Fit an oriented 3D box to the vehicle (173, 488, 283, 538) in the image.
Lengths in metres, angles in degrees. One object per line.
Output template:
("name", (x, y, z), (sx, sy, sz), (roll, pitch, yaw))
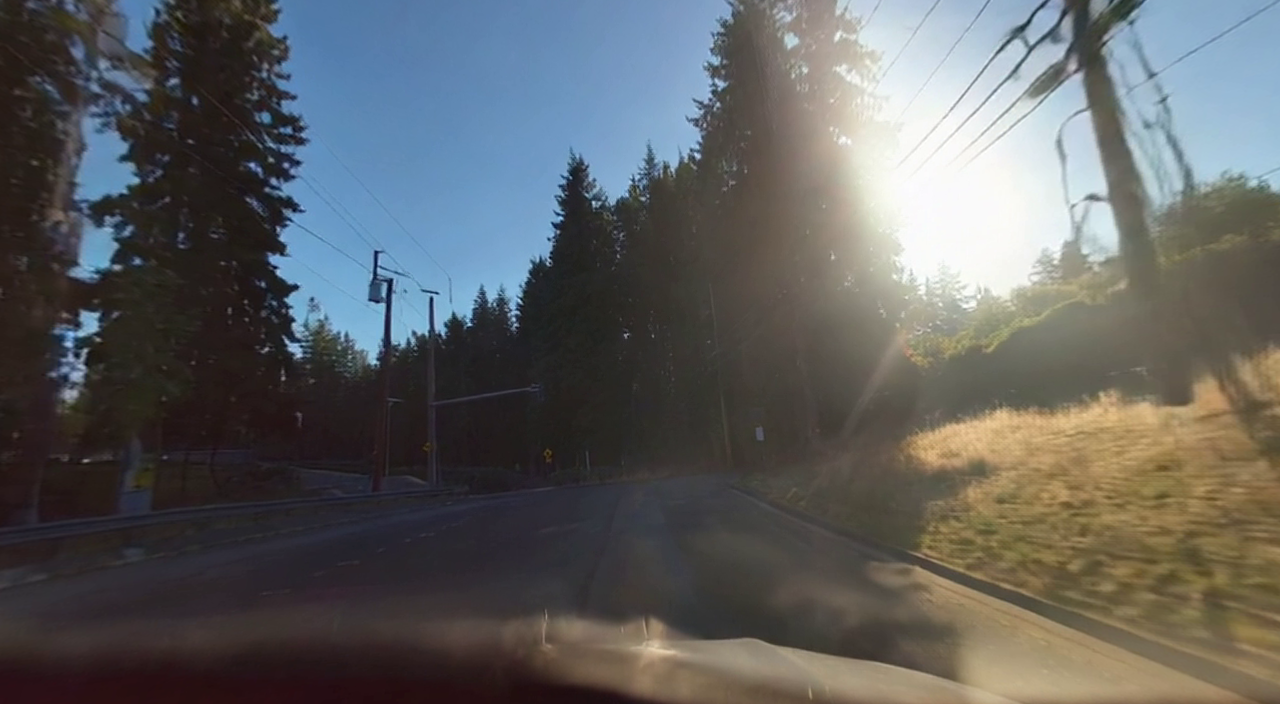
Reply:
("vehicle", (-17.274, 6.675, 26.411), (4.043, 1.673, 1.970), (-4, -10, 26))
